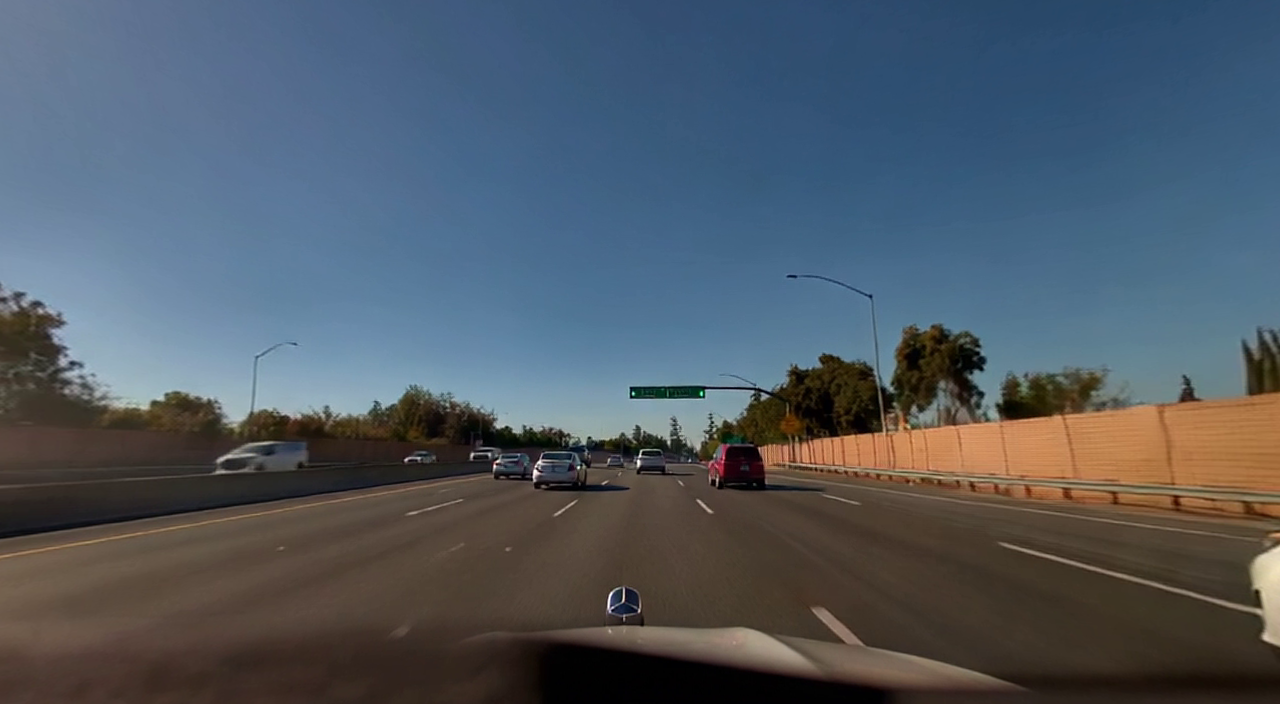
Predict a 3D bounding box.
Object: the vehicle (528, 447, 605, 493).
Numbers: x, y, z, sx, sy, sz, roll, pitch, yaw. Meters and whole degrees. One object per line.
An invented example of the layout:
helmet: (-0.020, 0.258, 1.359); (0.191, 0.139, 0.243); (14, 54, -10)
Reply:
vehicle: (-2.557, 4.241, 23.201); (2.130, 1.514, 4.766); (0, -9, 1)

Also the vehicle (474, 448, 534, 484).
vehicle: (-6.022, 5.055, 28.360); (1.835, 1.504, 3.612); (0, -9, 1)

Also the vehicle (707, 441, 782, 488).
vehicle: (4.116, 4.527, 25.741); (2.320, 1.735, 4.408); (0, -9, 0)

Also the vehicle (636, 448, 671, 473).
vehicle: (1.023, 7.948, 46.402); (2.408, 1.748, 4.217); (0, -9, 2)

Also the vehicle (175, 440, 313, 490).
vehicle: (-15.482, 4.412, 25.114); (2.213, 1.749, 4.890); (0, -9, 2)
